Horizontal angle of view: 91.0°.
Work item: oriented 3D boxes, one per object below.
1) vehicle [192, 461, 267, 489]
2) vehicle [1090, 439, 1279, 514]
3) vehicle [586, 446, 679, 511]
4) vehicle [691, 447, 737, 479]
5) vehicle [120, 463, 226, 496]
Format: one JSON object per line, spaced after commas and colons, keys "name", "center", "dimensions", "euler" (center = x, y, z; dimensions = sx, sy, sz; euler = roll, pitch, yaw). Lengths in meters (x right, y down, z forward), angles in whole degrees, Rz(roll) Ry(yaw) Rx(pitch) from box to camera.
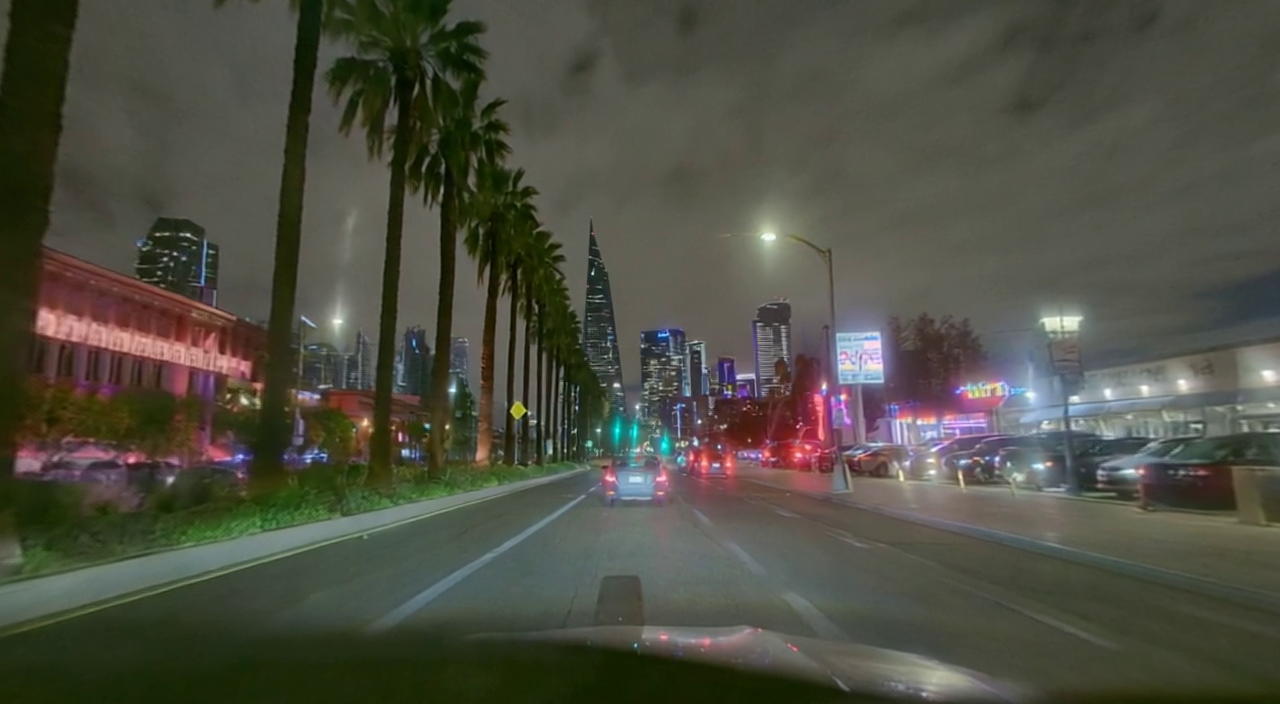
{"name": "vehicle", "center": [-26.580, 7.947, 40.926], "dimensions": [1.913, 1.604, 4.331], "euler": [0, -8, 0]}
{"name": "vehicle", "center": [12.943, 2.680, 13.867], "dimensions": [4.363, 1.488, 2.248], "euler": [1, -9, -4]}
{"name": "vehicle", "center": [-0.148, 3.332, 17.098], "dimensions": [2.235, 1.528, 3.876], "euler": [0, -8, 1]}
{"name": "vehicle", "center": [4.338, 6.580, 37.561], "dimensions": [2.136, 1.774, 4.778], "euler": [0, -8, 0]}
{"name": "vehicle", "center": [-23.300, 6.353, 31.641], "dimensions": [1.860, 1.420, 4.472], "euler": [0, -8, 0]}
